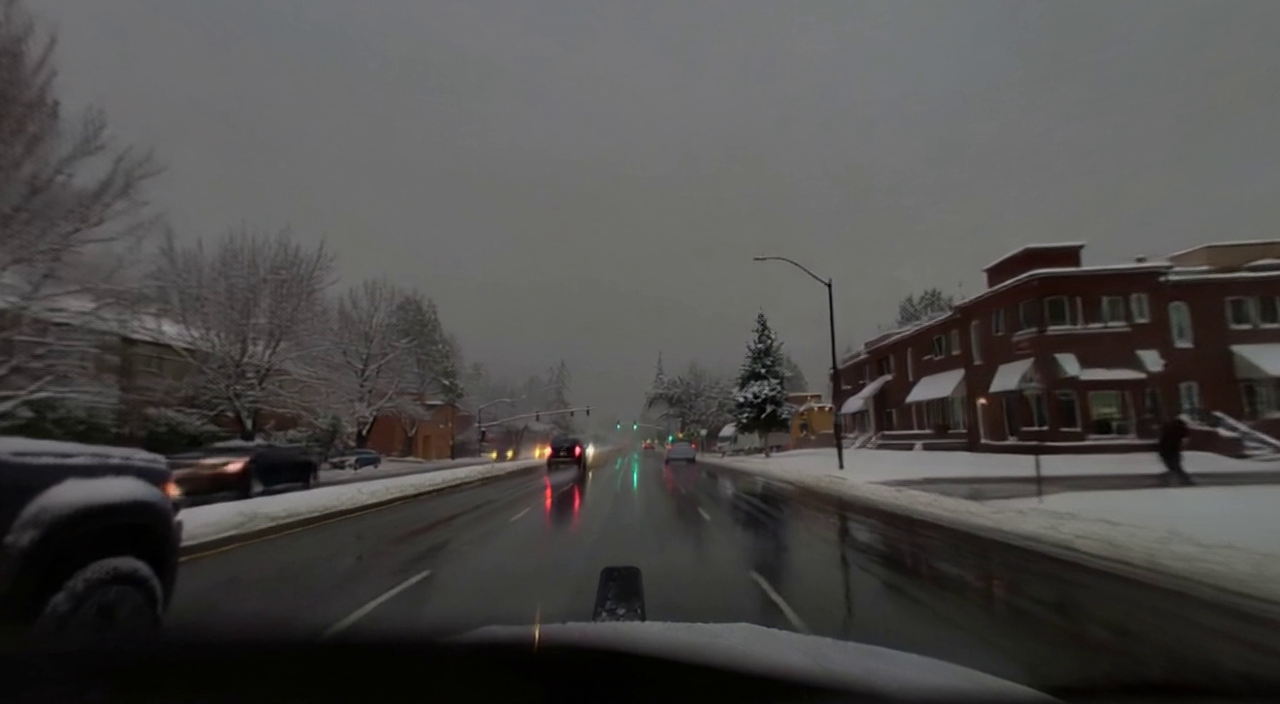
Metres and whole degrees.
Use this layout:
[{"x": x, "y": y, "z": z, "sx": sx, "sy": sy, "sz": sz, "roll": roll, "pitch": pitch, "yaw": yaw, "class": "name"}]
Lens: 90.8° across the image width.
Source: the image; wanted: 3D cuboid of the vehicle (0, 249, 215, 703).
[{"x": -3.438, "y": 0.418, "z": 0.743, "sx": 2.225, "sy": 1.984, "sz": 5.168, "roll": 0, "pitch": -8, "yaw": 0, "class": "vehicle"}]

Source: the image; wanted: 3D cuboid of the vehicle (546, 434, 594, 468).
[{"x": -3.749, "y": 5.382, "z": 34.596, "sx": 2.083, "sy": 1.685, "sz": 4.069, "roll": 0, "pitch": -8, "yaw": 1, "class": "vehicle"}]

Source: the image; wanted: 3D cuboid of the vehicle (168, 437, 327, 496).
[{"x": -12.101, "y": 3.509, "z": 19.956, "sx": 1.966, "sy": 1.643, "sz": 4.688, "roll": 0, "pitch": -8, "yaw": 0, "class": "vehicle"}]

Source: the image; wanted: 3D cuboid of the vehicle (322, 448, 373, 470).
[{"x": -22.881, "y": 8.351, "z": 49.666, "sx": 1.918, "sy": 1.586, "sz": 4.366, "roll": 0, "pitch": -8, "yaw": 0, "class": "vehicle"}]

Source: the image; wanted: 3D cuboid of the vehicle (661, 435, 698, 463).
[{"x": 2.482, "y": 6.242, "z": 40.797, "sx": 2.018, "sy": 1.719, "sz": 4.369, "roll": 0, "pitch": -8, "yaw": -1, "class": "vehicle"}]
